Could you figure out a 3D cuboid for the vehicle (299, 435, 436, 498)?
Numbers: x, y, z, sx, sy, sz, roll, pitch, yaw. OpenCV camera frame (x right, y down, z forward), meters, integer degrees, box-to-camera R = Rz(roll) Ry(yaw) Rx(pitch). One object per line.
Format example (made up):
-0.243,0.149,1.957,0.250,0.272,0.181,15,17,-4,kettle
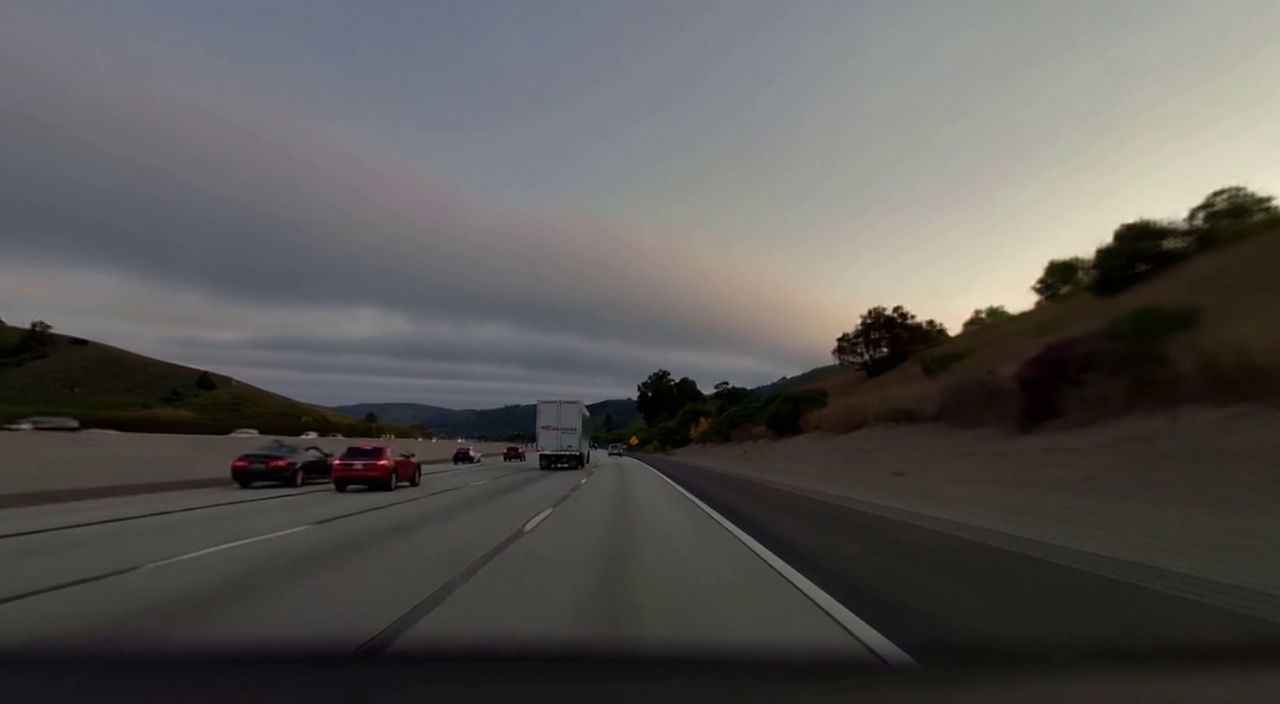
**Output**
-8.075,3.428,19.249,2.099,1.644,4.638,1,-9,0,vehicle

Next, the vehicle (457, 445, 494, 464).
-12.950,8.093,49.794,1.868,1.454,4.290,1,-9,-2,vehicle

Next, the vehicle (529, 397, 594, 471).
-4.792,5.527,41.500,2.880,4.025,14.064,1,-9,-2,vehicle

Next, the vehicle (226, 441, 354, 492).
-11.513,3.777,21.066,1.908,1.491,4.048,0,-9,0,vehicle

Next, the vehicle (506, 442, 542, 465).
-9.108,8.016,49.745,2.128,1.658,4.443,1,-9,-2,vehicle

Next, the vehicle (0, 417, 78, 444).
-43.485,5.679,45.215,1.993,1.844,4.660,1,-9,-3,vehicle
